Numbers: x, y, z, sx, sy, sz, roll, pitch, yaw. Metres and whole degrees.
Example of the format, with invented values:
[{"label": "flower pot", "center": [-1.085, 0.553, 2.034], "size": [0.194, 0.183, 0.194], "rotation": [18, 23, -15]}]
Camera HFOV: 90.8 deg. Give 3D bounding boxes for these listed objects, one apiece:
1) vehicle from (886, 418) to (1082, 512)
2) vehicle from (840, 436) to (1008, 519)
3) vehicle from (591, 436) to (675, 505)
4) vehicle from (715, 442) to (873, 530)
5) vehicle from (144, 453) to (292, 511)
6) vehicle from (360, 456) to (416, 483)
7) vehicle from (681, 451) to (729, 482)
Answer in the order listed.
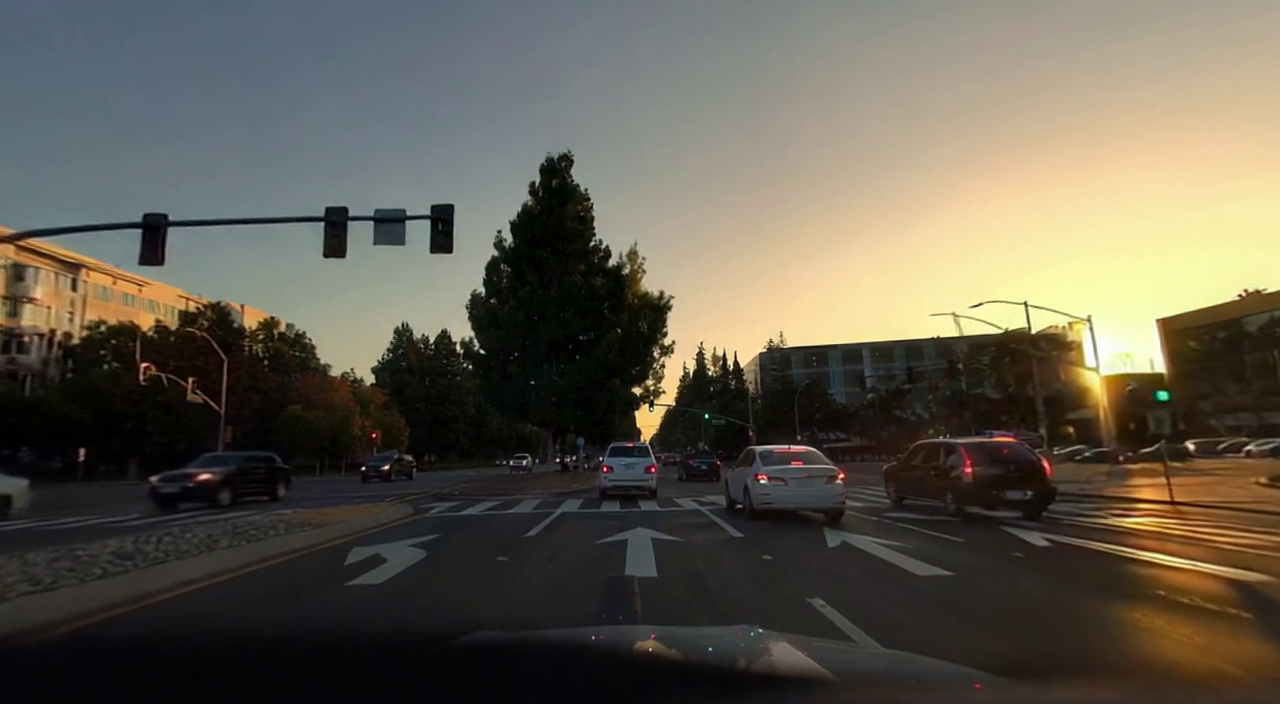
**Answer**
[{"label": "vehicle", "center": [9.556, 3.191, 18.302], "size": [2.683, 2.319, 5.058], "rotation": [0, -9, -1]}, {"label": "vehicle", "center": [6.657, 2.961, 15.471], "size": [1.987, 1.730, 4.373], "rotation": [0, -9, -1]}, {"label": "vehicle", "center": [-0.207, 3.502, 19.136], "size": [2.236, 1.827, 4.316], "rotation": [0, -9, -1]}, {"label": "vehicle", "center": [3.044, 2.757, 13.728], "size": [2.034, 1.558, 4.774], "rotation": [0, -9, -2]}, {"label": "vehicle", "center": [-14.178, 4.348, 21.634], "size": [1.961, 1.693, 4.557], "rotation": [0, -9, -1]}, {"label": "vehicle", "center": [-17.376, 8.086, 43.857], "size": [1.962, 1.672, 4.514], "rotation": [0, -9, 0]}, {"label": "vehicle", "center": [3.361, 6.009, 33.492], "size": [2.004, 1.523, 4.263], "rotation": [0, -9, -1]}]
